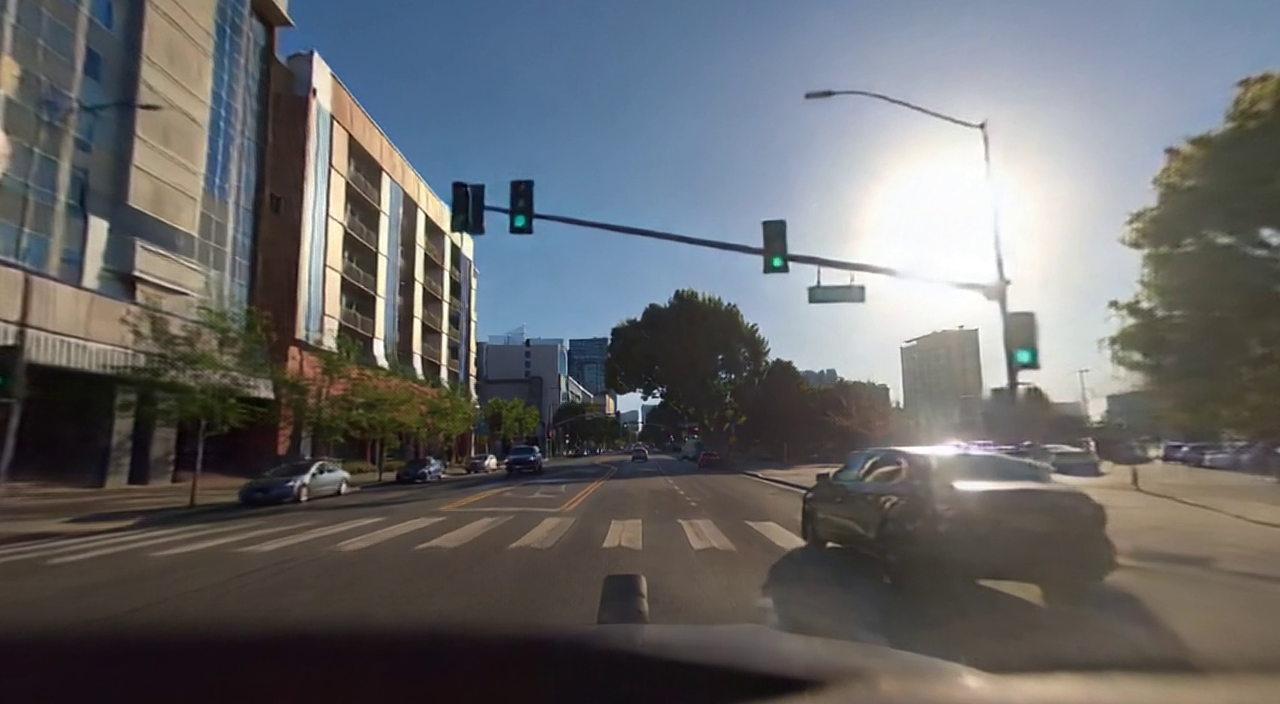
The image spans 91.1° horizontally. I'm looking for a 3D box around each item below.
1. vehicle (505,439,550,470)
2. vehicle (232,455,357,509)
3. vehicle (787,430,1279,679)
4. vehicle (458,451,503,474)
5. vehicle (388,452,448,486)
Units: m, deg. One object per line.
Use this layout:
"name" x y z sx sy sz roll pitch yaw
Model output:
"vehicle" -8.295 7.598 46.772 2.379 2.086 5.321 0 -8 0
"vehicle" -12.225 4.600 22.647 1.910 1.511 4.565 -1 -7 0
"vehicle" 3.054 1.585 6.153 2.080 1.524 4.348 0 -8 -1
"vehicle" -12.102 8.399 47.874 2.015 1.521 4.798 -1 -8 3
"vehicle" -12.211 6.441 34.795 1.867 1.583 4.108 -1 -8 0
